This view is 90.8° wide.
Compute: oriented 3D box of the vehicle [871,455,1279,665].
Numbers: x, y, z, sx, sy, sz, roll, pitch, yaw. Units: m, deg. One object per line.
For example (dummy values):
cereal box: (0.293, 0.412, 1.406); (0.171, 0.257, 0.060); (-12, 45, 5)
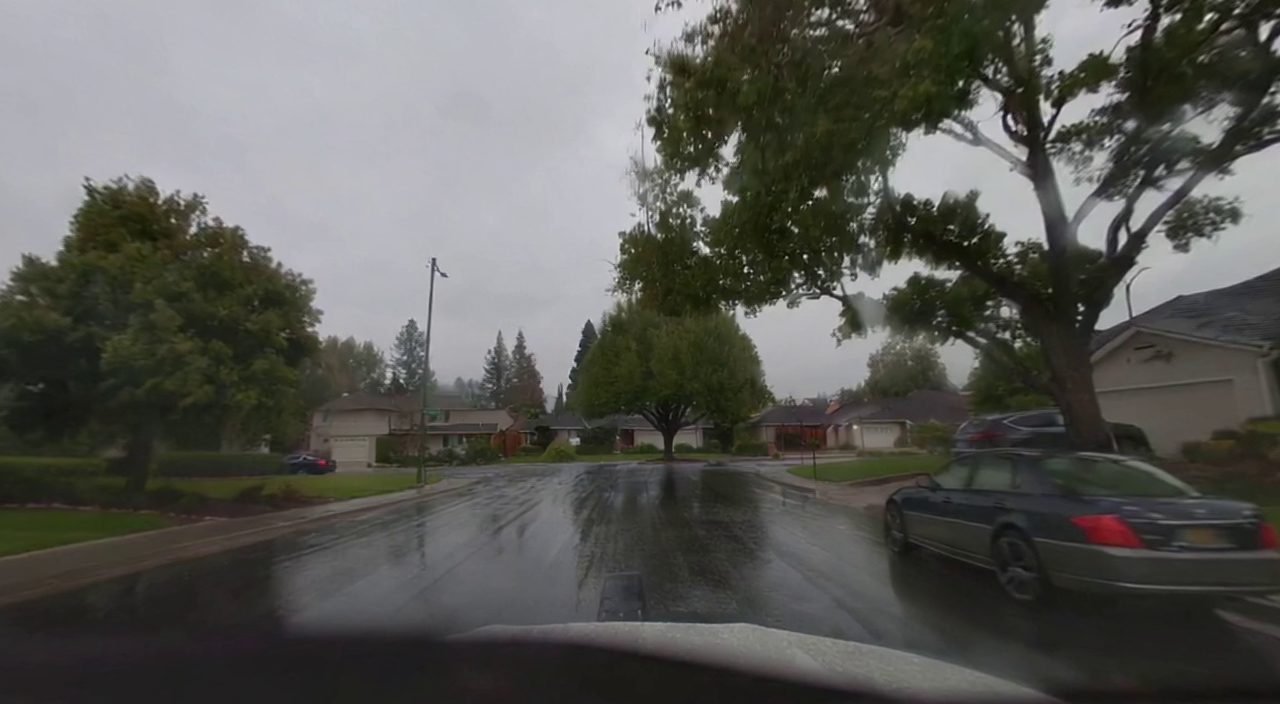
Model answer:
vehicle: (3.773, 1.569, 5.733); (1.877, 1.206, 3.669); (0, -9, -2)

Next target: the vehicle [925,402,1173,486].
vehicle: (10.566, 2.434, 16.684); (4.888, 1.807, 2.224); (-3, -9, -1)
